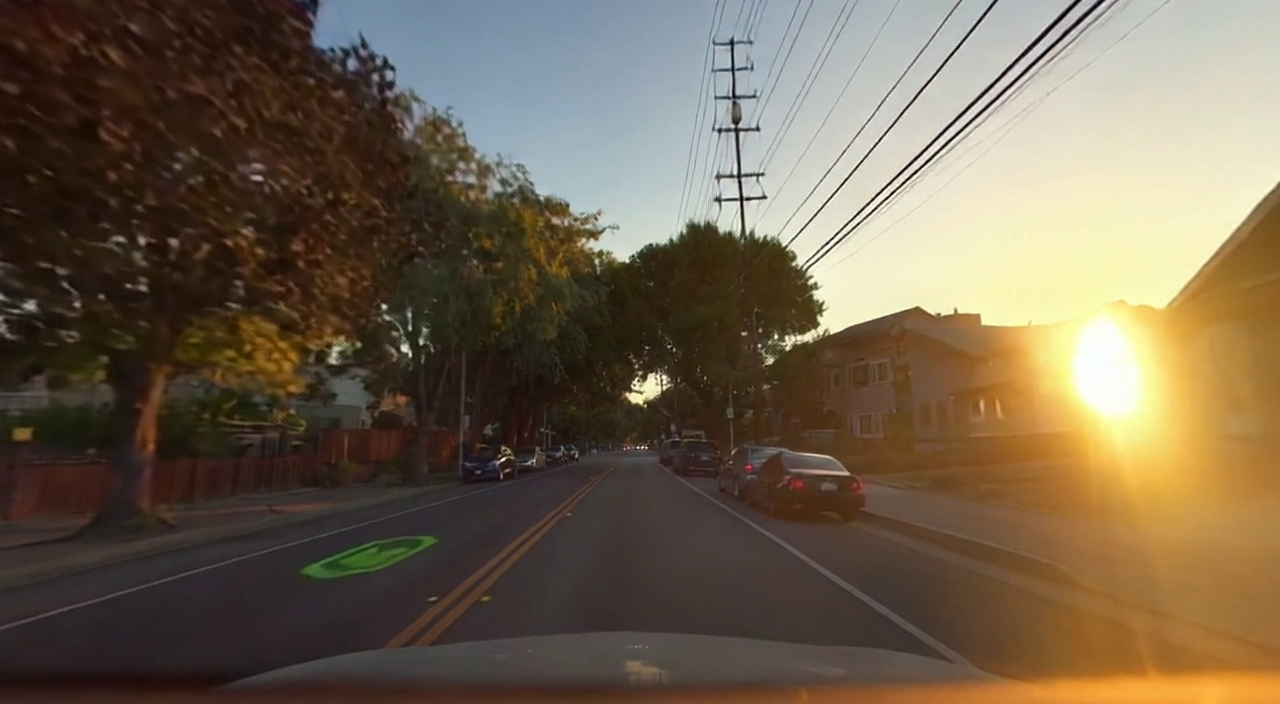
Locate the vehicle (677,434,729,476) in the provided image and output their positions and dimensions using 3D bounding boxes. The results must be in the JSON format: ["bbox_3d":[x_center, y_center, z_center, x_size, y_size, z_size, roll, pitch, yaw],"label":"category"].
[{"bbox_3d":[3.163,5.317,32.833,2.065,1.953,5.359,0,-8,-1],"label":"vehicle"}]

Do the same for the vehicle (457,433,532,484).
[{"bbox_3d":[-6.785,4.980,30.156,2.451,2.099,5.112,-1,-7,0],"label":"vehicle"}]

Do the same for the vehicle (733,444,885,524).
[{"bbox_3d":[3.321,2.672,13.439,1.967,1.382,4.361,0,-8,-1],"label":"vehicle"}]
